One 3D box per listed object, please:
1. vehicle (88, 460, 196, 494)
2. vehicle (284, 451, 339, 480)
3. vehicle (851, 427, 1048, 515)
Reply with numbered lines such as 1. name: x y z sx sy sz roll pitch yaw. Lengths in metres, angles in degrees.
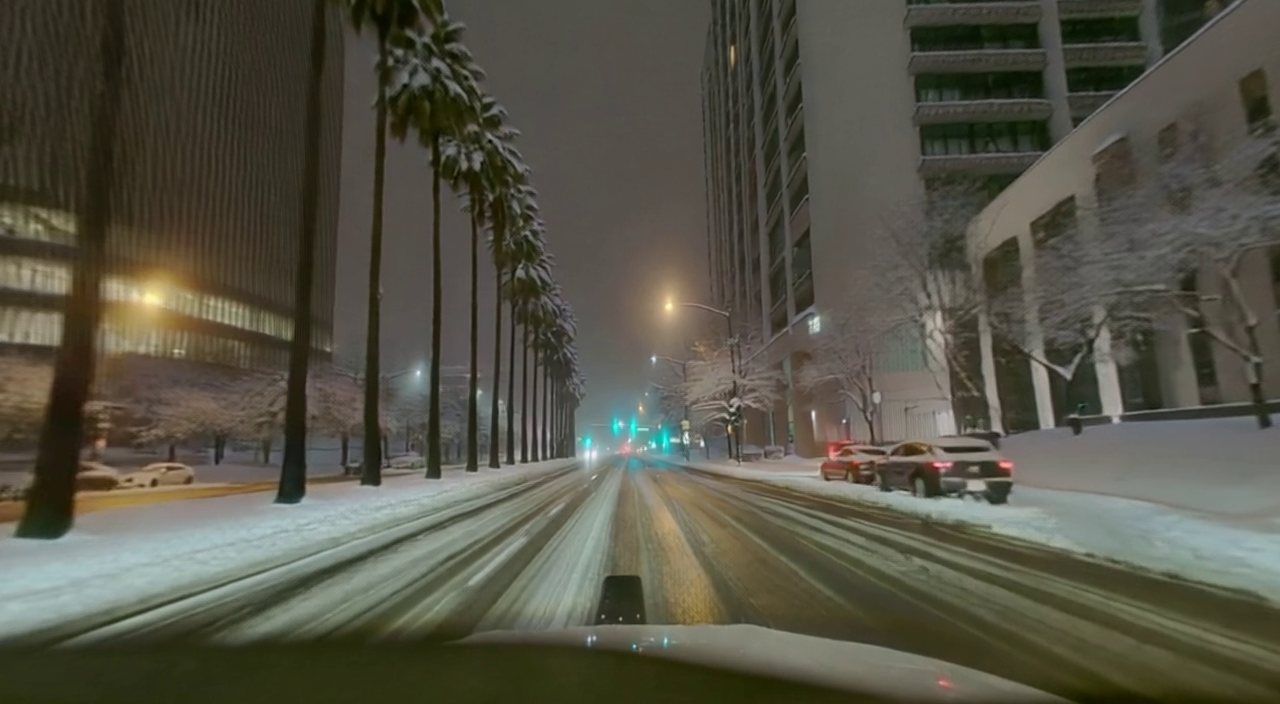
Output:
1. vehicle: -24.749 6.188 31.632 1.801 1.444 4.640 0 -9 -3
2. vehicle: -19.932 6.852 38.446 1.703 1.493 3.803 0 -7 -7
3. vehicle: 6.898 2.701 14.805 2.225 1.727 4.418 0 -9 -2
